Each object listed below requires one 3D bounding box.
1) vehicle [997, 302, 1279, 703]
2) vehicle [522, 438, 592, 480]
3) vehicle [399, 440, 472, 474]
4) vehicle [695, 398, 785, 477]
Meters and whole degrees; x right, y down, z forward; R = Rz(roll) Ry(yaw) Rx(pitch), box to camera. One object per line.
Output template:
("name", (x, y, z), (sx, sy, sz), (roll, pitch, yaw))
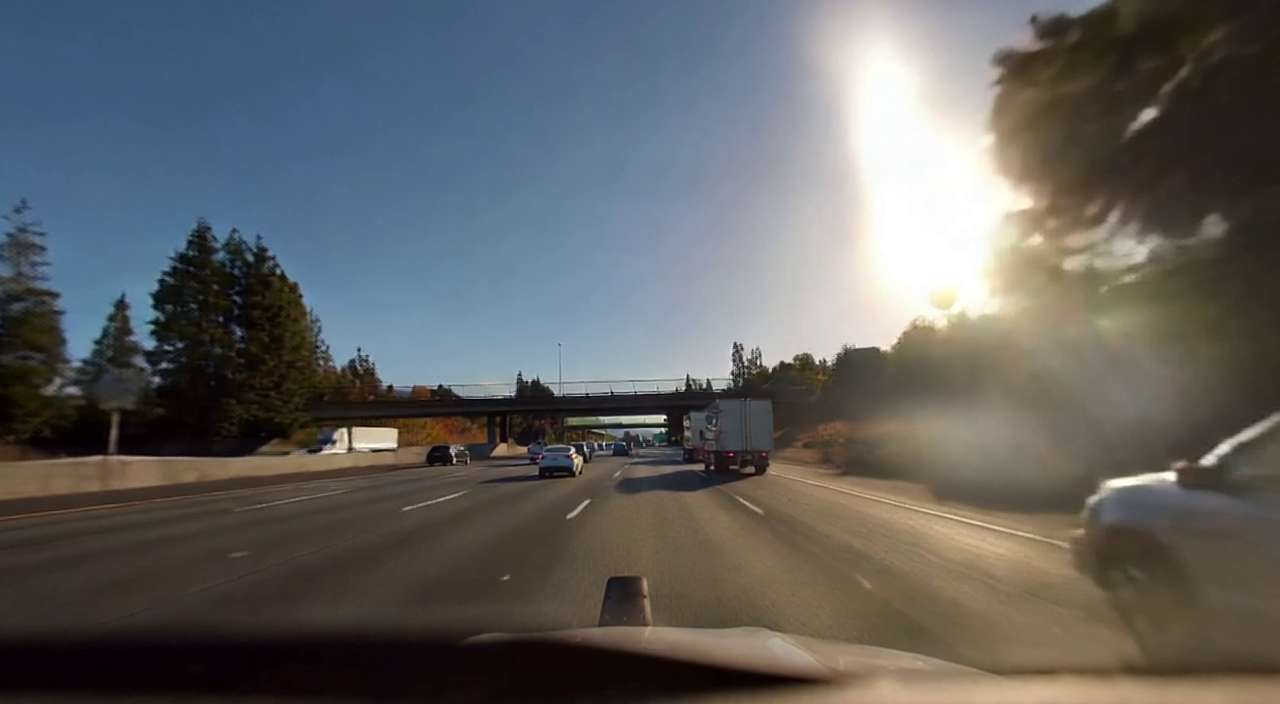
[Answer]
("vehicle", (4.108, 0.581, 1.755), (2.355, 1.930, 6.633), (0, -8, 0))
("vehicle", (-3.083, 4.060, 24.244), (1.981, 1.473, 4.317), (0, -8, 2))
("vehicle", (-9.630, 4.963, 30.075), (1.899, 1.465, 4.589), (0, -8, 0))
("vehicle", (4.188, 3.825, 27.990), (2.732, 3.052, 7.118), (0, -8, -1))
